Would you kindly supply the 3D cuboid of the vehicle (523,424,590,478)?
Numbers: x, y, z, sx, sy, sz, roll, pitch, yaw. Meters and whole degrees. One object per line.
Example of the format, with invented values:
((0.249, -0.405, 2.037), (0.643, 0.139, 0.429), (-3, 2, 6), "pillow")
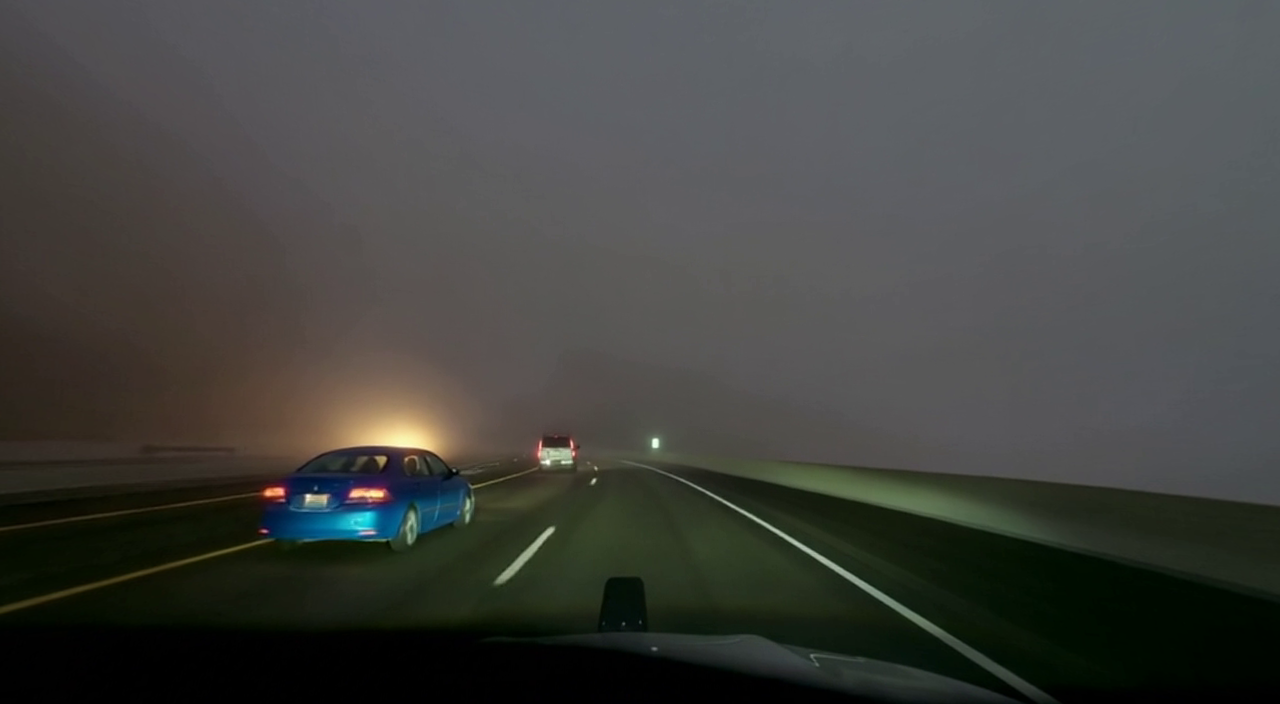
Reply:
((-3.719, 4.569, 29.207), (2.444, 2.204, 5.568), (0, -9, -1), "vehicle")

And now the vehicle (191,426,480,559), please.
((-4.129, 1.982, 9.670), (2.097, 1.511, 4.585), (0, -9, 1), "vehicle")
